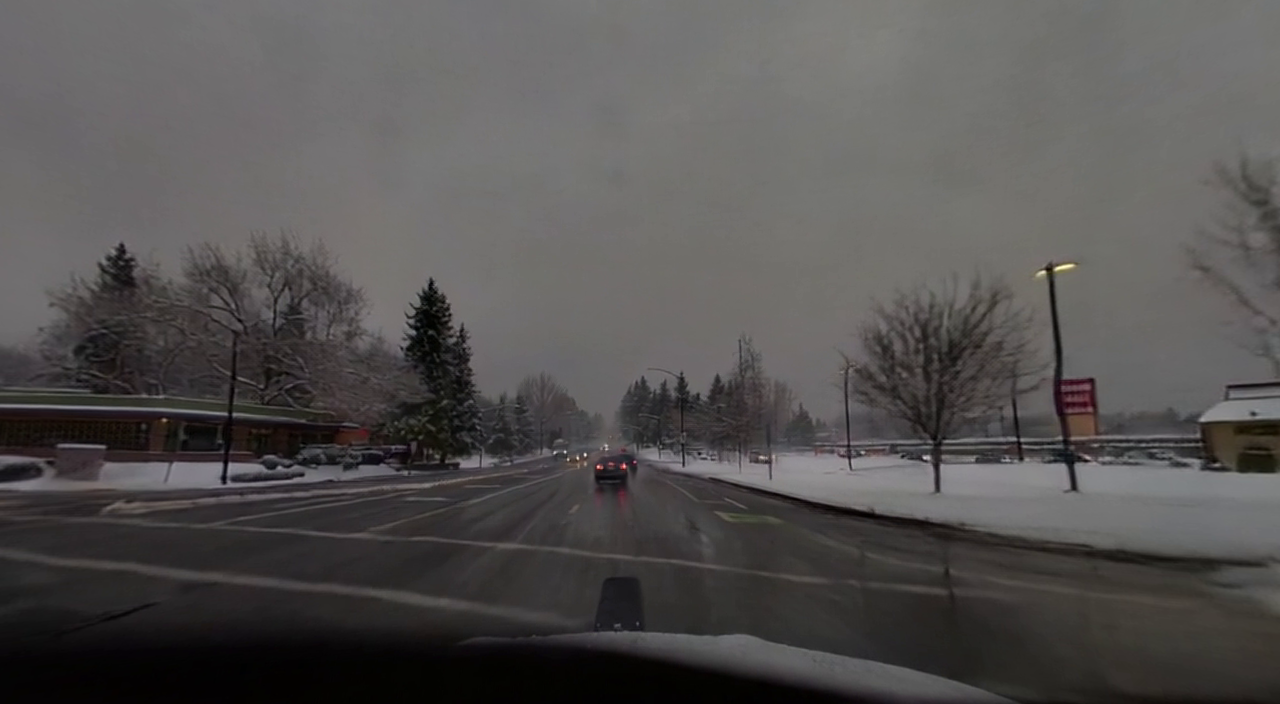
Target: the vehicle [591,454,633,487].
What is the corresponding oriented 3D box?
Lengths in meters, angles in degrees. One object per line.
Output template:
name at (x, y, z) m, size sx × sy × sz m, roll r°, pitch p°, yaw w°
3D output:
vehicle at (-1.372, 5.665, 30.583) m, size 1.917 × 1.418 × 3.987 m, roll 0°, pitch -8°, yaw -3°
